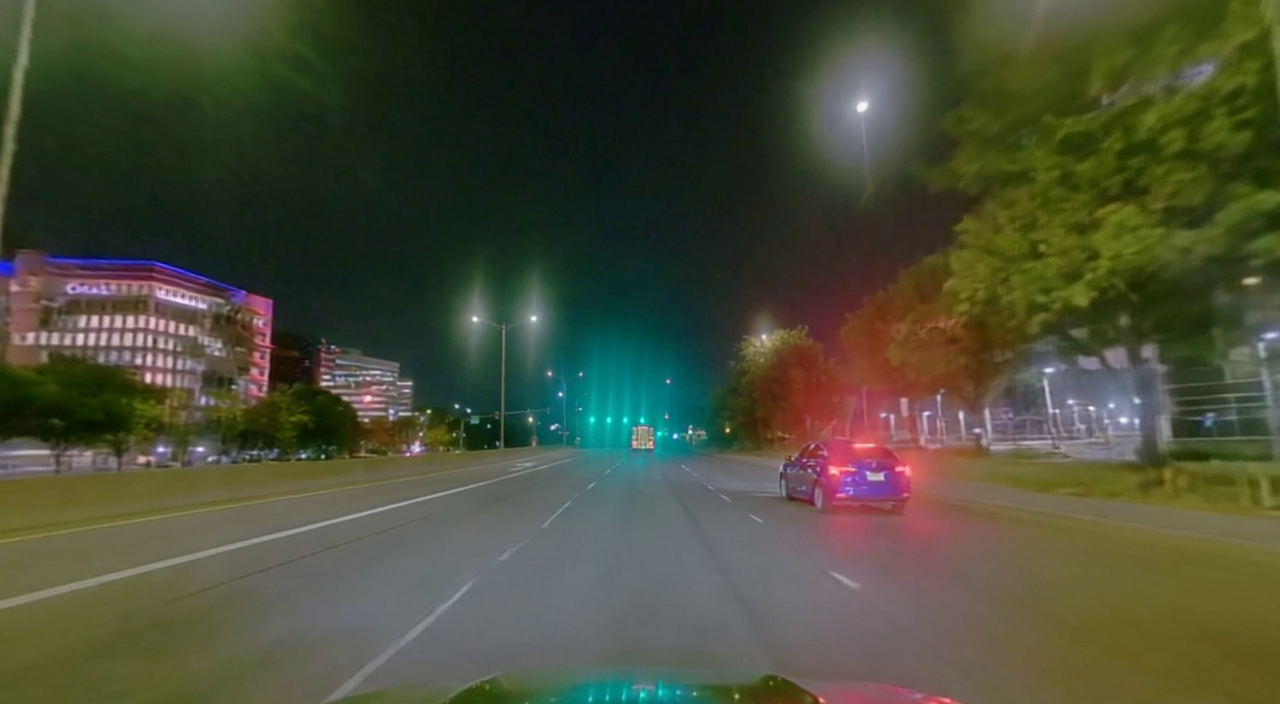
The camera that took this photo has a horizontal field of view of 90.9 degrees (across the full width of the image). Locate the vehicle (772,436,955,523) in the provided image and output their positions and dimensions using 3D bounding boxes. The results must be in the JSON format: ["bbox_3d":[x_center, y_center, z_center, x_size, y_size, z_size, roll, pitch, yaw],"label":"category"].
[{"bbox_3d":[4.267,2.488,13.010,2.005,1.442,4.675,0,-8,-1],"label":"vehicle"}]
